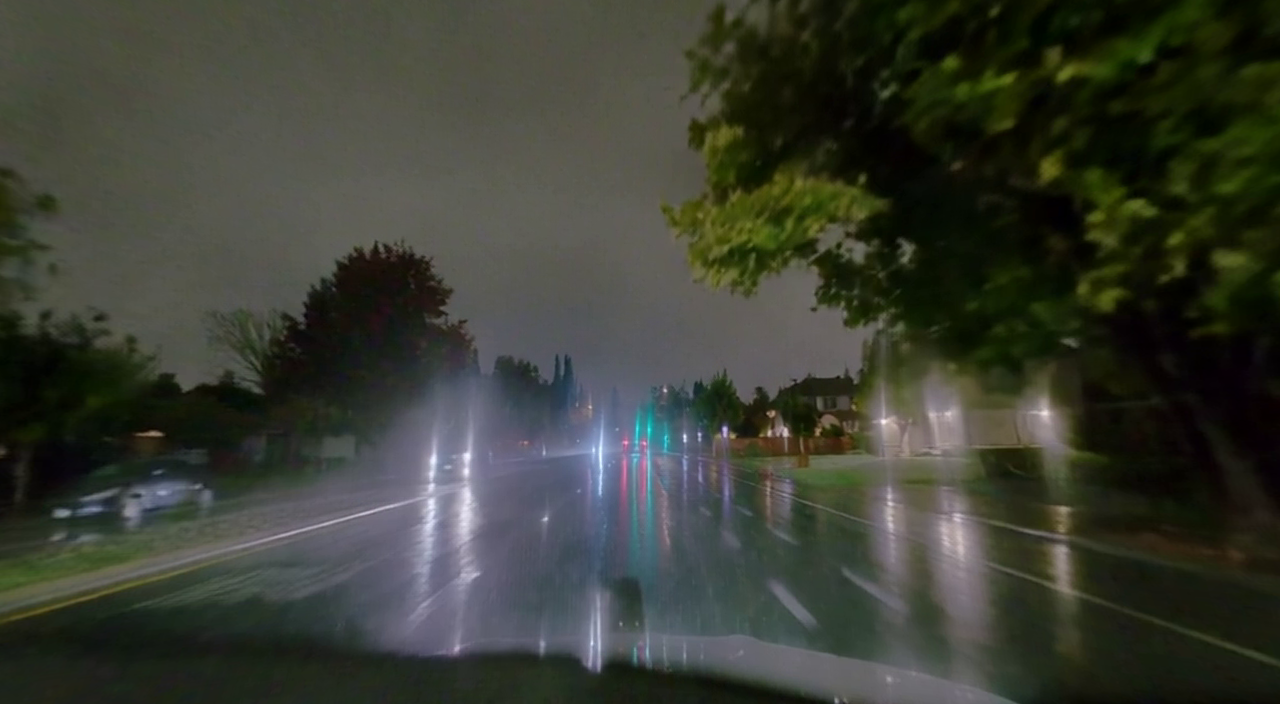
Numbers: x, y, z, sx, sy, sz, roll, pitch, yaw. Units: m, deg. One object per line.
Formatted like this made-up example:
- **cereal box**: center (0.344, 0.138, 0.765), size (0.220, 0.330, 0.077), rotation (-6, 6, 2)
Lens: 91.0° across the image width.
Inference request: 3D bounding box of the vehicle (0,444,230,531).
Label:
- **vehicle**: center (-12.310, 3.068, 14.996), size (2.098, 1.740, 4.449), rotation (0, -8, -1)

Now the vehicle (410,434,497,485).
- **vehicle**: center (-7.147, 4.150, 24.668), size (2.082, 1.789, 4.387), rotation (0, -8, -1)
